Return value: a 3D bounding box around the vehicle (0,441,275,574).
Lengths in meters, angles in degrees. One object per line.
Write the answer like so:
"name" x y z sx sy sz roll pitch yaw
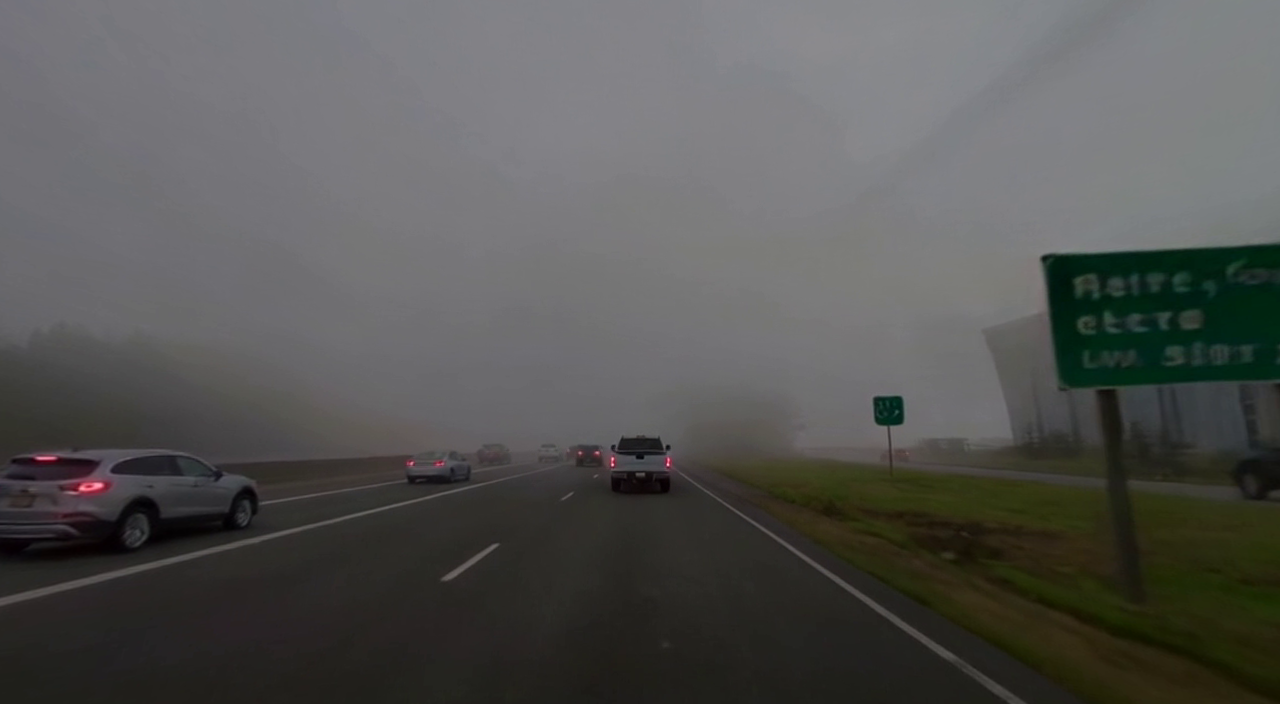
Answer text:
"vehicle" -7.548 2.053 9.184 1.864 1.458 4.295 0 -9 0

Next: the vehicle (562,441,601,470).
"vehicle" -3.475 6.225 38.193 1.952 1.649 4.131 0 -9 1

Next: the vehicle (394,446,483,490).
"vehicle" -7.314 4.238 23.380 1.869 1.466 4.217 0 -9 1

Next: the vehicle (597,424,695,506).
"vehicle" 0.132 2.780 15.887 2.152 1.779 3.924 0 -9 0

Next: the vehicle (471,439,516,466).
"vehicle" -11.288 7.795 49.105 2.157 1.941 5.544 0 -9 0
